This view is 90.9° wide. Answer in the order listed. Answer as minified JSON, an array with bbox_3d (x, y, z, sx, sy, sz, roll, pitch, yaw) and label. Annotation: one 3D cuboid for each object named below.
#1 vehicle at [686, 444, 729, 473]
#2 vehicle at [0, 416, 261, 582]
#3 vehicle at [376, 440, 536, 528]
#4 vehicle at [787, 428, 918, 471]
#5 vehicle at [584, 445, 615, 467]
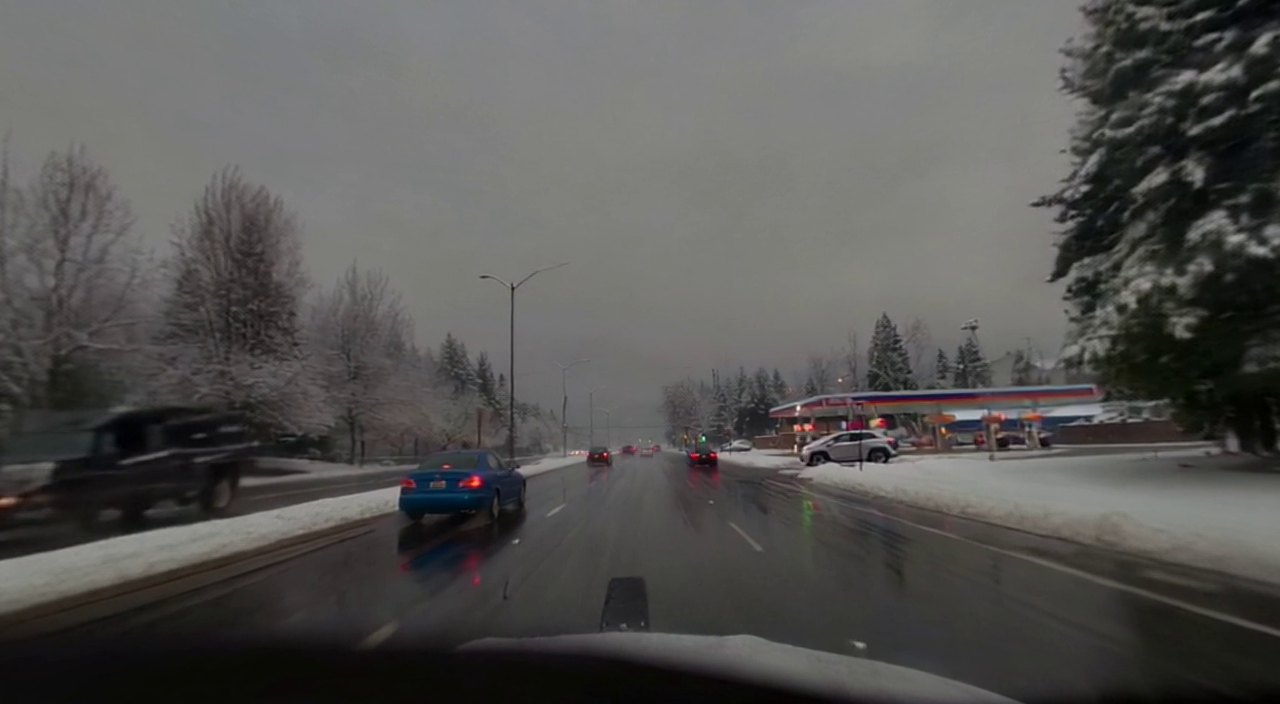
[{"bbox_3d":[3.591,5.709,34.093,1.883,1.465,3.975,0,-8,0],"label":"vehicle"},{"bbox_3d":[-8.711,2.079,9.805,2.370,1.909,5.431,0,-8,-2],"label":"vehicle"},{"bbox_3d":[-3.469,2.546,12.855,1.803,1.463,4.422,0,-8,2],"label":"vehicle"},{"bbox_3d":[10.915,5.046,32.792,5.931,1.872,2.264,-3,-8,3],"label":"vehicle"},{"bbox_3d":[-2.872,7.446,45.388,1.841,1.474,4.038,0,-8,2],"label":"vehicle"}]
